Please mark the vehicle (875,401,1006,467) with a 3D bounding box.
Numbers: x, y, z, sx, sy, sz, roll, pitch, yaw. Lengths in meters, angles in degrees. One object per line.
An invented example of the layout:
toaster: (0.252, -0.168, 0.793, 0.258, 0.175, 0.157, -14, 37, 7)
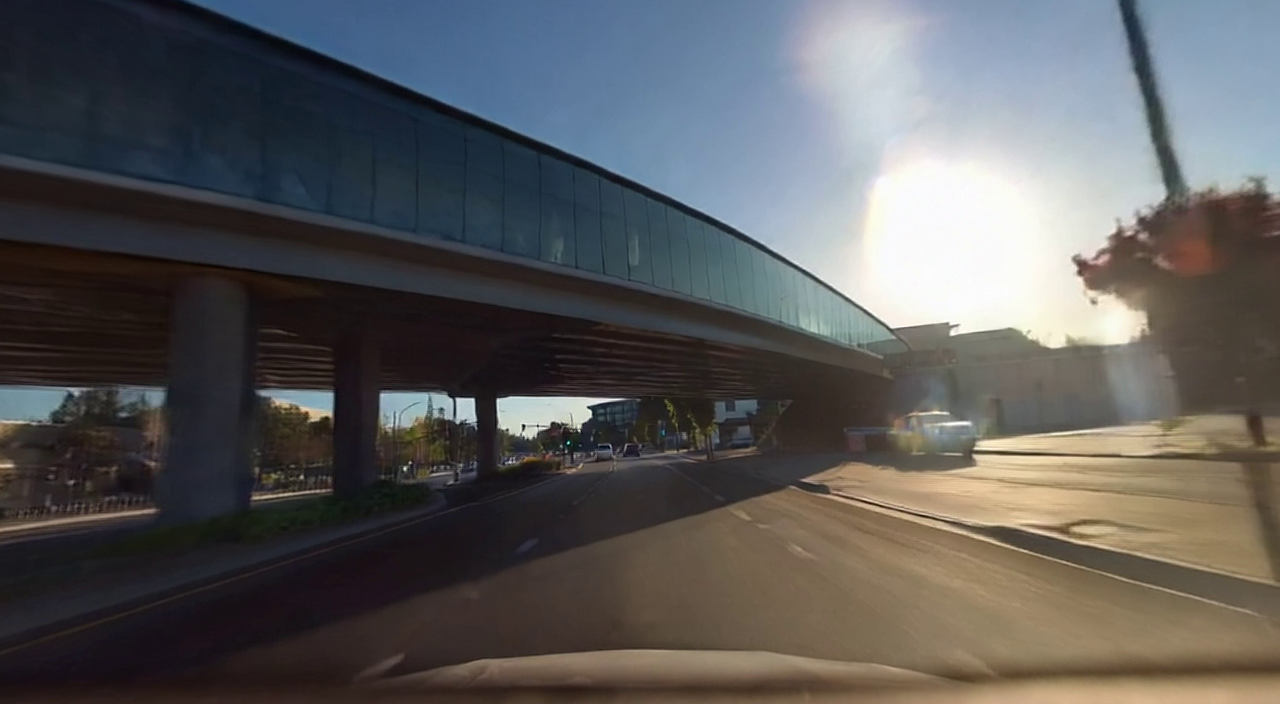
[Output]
vehicle: (10.576, 2.986, 22.596, 2.244, 1.866, 4.603, -7, -9, 0)
